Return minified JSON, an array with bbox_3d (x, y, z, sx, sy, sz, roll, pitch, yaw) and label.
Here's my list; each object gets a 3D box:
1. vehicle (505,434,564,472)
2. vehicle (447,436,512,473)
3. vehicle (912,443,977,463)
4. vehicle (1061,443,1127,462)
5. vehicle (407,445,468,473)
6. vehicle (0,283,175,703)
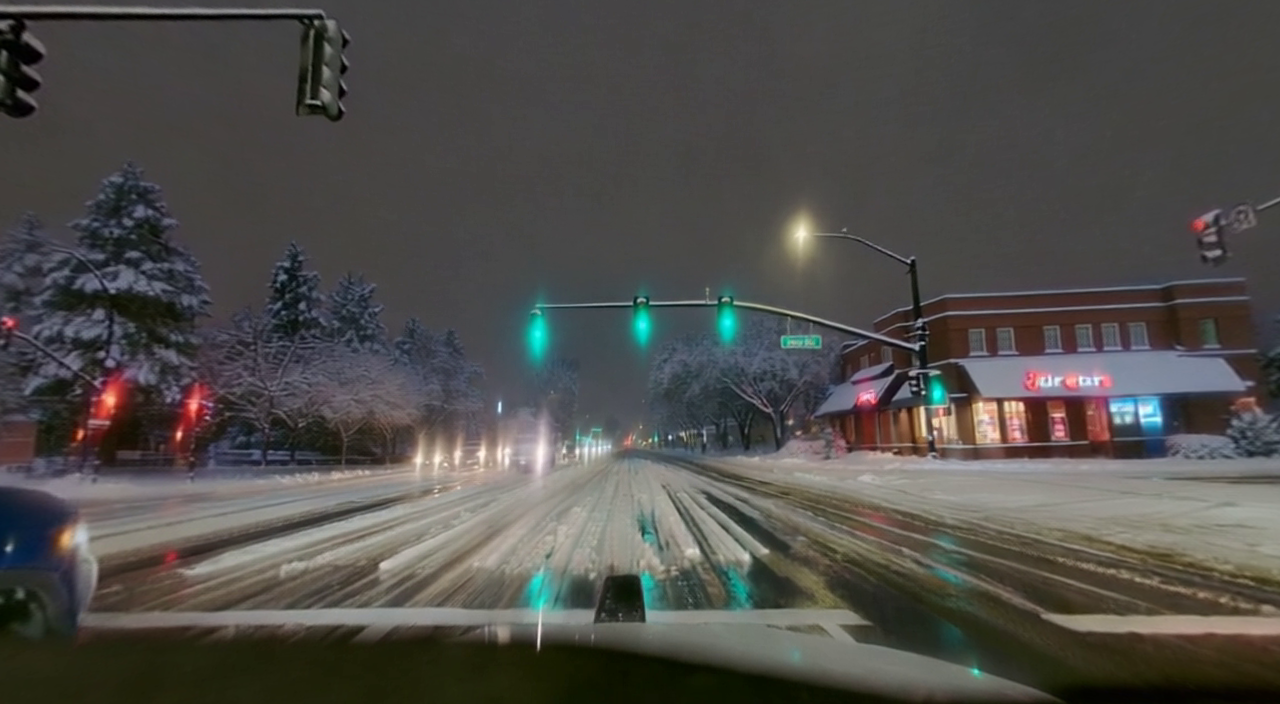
[{"bbox_3d":[-5.353,5.231,32.782,2.384,1.787,5.038,0,-8,-2],"label":"vehicle"},{"bbox_3d":[-8.422,5.432,33.605,2.273,1.791,4.809,0,-8,-1],"label":"vehicle"},{"bbox_3d":[23.879,7.921,49.661,4.135,1.417,1.851,-2,-9,2],"label":"vehicle"},{"bbox_3d":[34.454,7.615,47.965,3.740,1.433,1.646,0,-8,-2],"label":"vehicle"},{"bbox_3d":[-11.327,5.967,35.596,2.003,1.476,4.082,0,-8,1],"label":"vehicle"},{"bbox_3d":[-3.331,0.451,0.393,2.313,1.883,5.016,0,-8,-1],"label":"vehicle"}]
